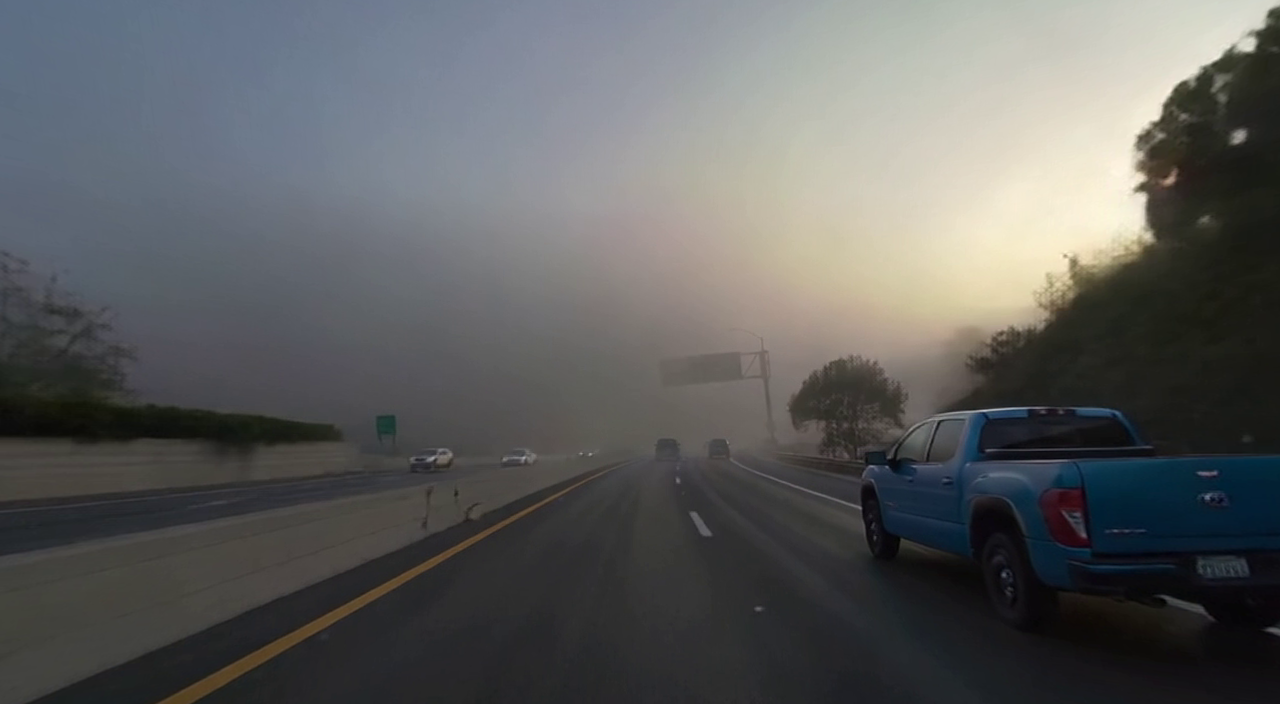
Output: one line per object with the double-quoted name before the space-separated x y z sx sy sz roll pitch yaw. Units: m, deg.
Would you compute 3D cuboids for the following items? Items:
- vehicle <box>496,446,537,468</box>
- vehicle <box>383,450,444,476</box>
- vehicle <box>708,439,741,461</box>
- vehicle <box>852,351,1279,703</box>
"vehicle" -9.520 8.146 49.099 1.954 1.605 4.462 -1 -9 4
"vehicle" -13.824 6.808 38.899 1.849 1.453 4.470 -1 -9 4
"vehicle" 6.601 7.717 49.725 2.249 1.635 4.118 -1 -9 4
"vehicle" 3.674 1.208 5.211 2.151 1.744 4.709 0 -9 -1
